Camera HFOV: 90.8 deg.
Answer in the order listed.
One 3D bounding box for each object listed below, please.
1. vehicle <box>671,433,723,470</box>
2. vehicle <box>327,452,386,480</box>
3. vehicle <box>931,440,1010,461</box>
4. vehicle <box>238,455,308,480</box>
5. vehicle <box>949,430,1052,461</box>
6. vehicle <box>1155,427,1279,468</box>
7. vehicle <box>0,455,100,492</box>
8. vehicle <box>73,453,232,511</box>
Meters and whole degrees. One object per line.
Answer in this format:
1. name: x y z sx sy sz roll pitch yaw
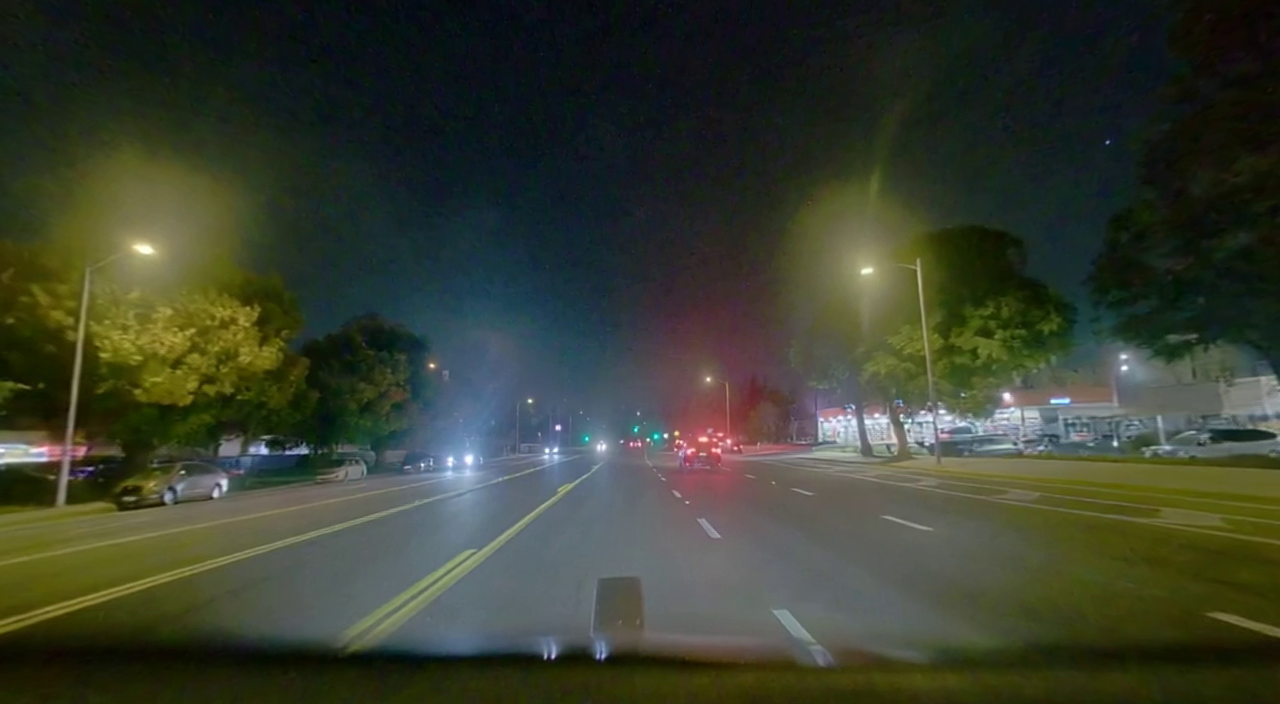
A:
1. vehicle: 2.656 4.768 30.396 1.957 1.643 4.226 0 -9 -2
2. vehicle: -17.990 7.217 40.294 1.858 1.600 4.118 0 -9 -1
3. vehicle: 23.180 6.921 44.394 1.777 1.432 4.487 7 -11 -37
4. vehicle: -24.073 7.568 41.663 1.831 1.452 4.727 0 -9 -1
5. vehicle: 25.884 6.738 45.593 2.185 2.098 5.912 6 -11 -35
6. vehicle: 30.740 4.941 32.651 2.297 1.933 5.803 6 -11 -37
7. vehicle: -33.191 6.667 34.810 4.705 1.901 2.120 1 -9 -4
8. vehicle: -18.010 4.774 23.766 1.956 1.854 5.008 0 -9 0
